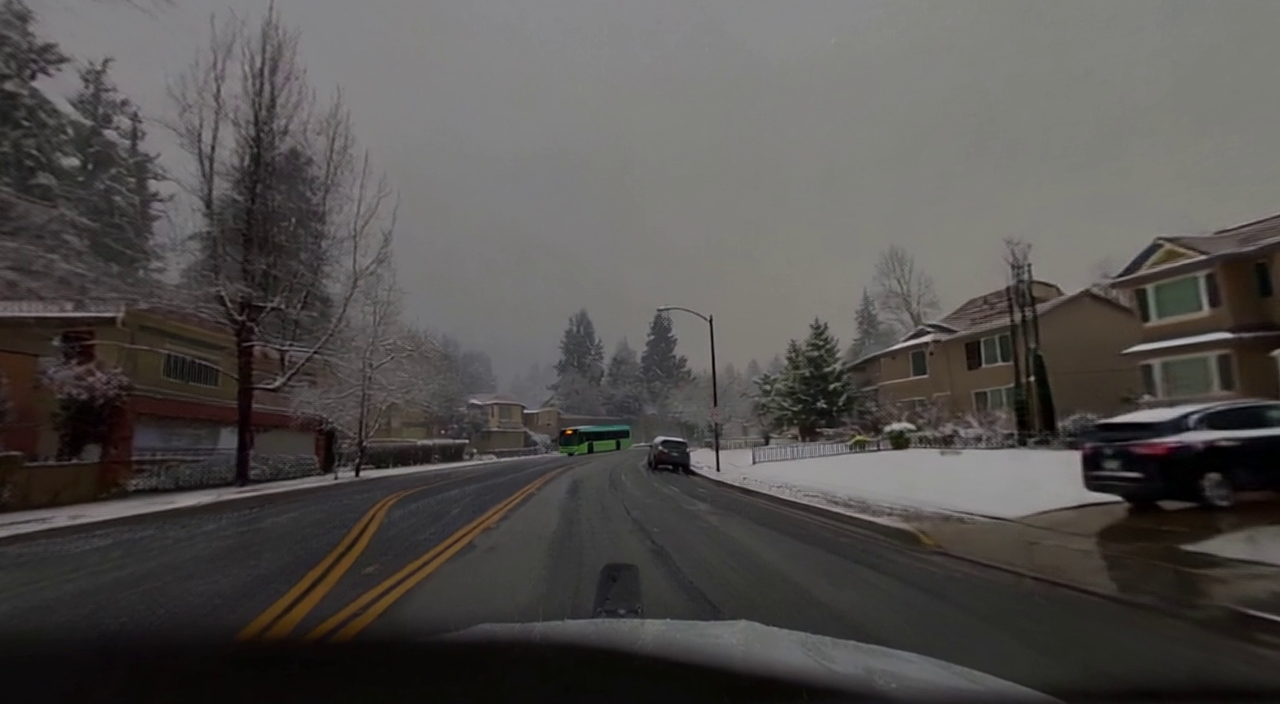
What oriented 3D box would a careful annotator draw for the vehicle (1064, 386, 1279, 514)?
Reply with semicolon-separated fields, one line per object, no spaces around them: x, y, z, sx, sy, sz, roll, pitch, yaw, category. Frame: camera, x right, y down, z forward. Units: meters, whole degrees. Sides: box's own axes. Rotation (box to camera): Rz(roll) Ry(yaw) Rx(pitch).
8.349;1.298;8.452;4.047;1.486;1.858;1;-9;-4;vehicle

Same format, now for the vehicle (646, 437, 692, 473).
1.307;4.922;30.458;1.984;1.601;3.994;0;-9;-1;vehicle
